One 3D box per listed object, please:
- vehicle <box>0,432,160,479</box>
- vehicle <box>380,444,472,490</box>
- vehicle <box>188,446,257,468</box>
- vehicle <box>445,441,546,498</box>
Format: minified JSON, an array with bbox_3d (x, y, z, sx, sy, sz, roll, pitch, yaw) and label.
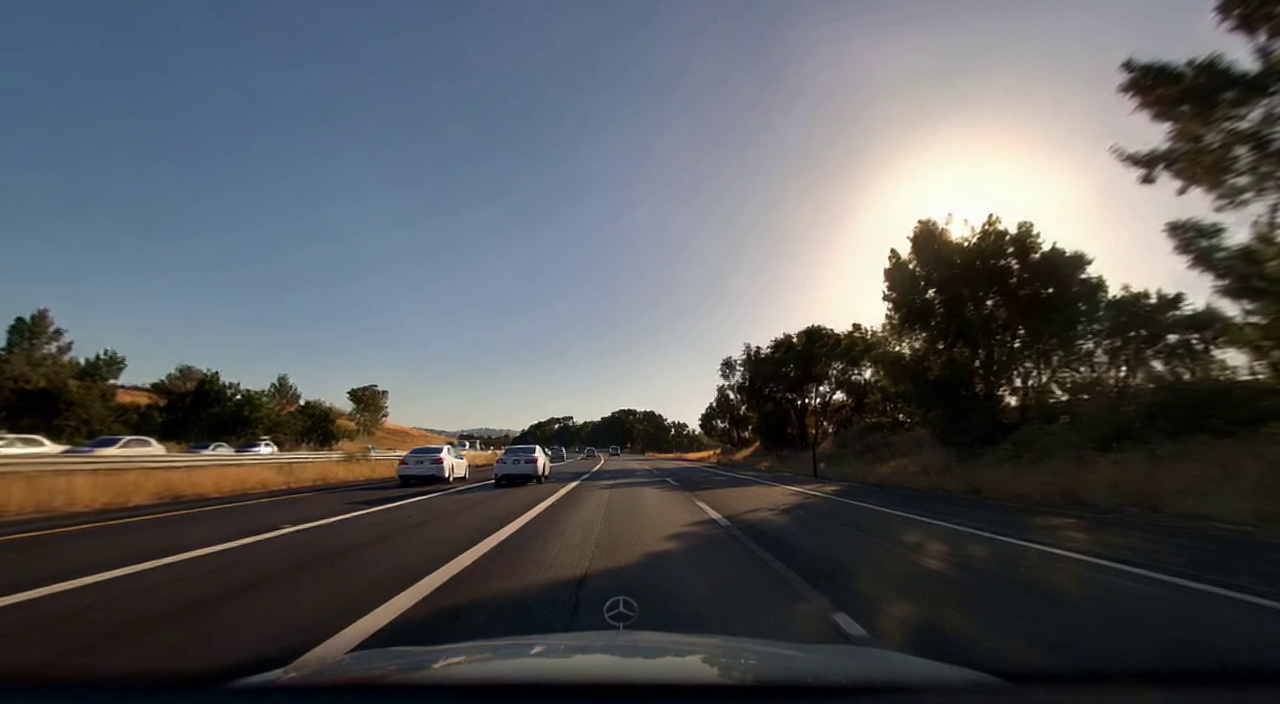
[{"bbox_3d":[-24.677,4.570,28.083,2.221,1.861,5.703,0,-9,-1],"label":"vehicle"},{"bbox_3d":[-7.854,4.245,23.683,2.023,1.519,4.150,0,-9,0],"label":"vehicle"},{"bbox_3d":[-29.461,7.397,44.761,1.836,1.450,4.553,0,-9,-2],"label":"vehicle"},{"bbox_3d":[-4.262,3.541,19.436,2.073,1.516,4.478,0,-9,0],"label":"vehicle"}]
